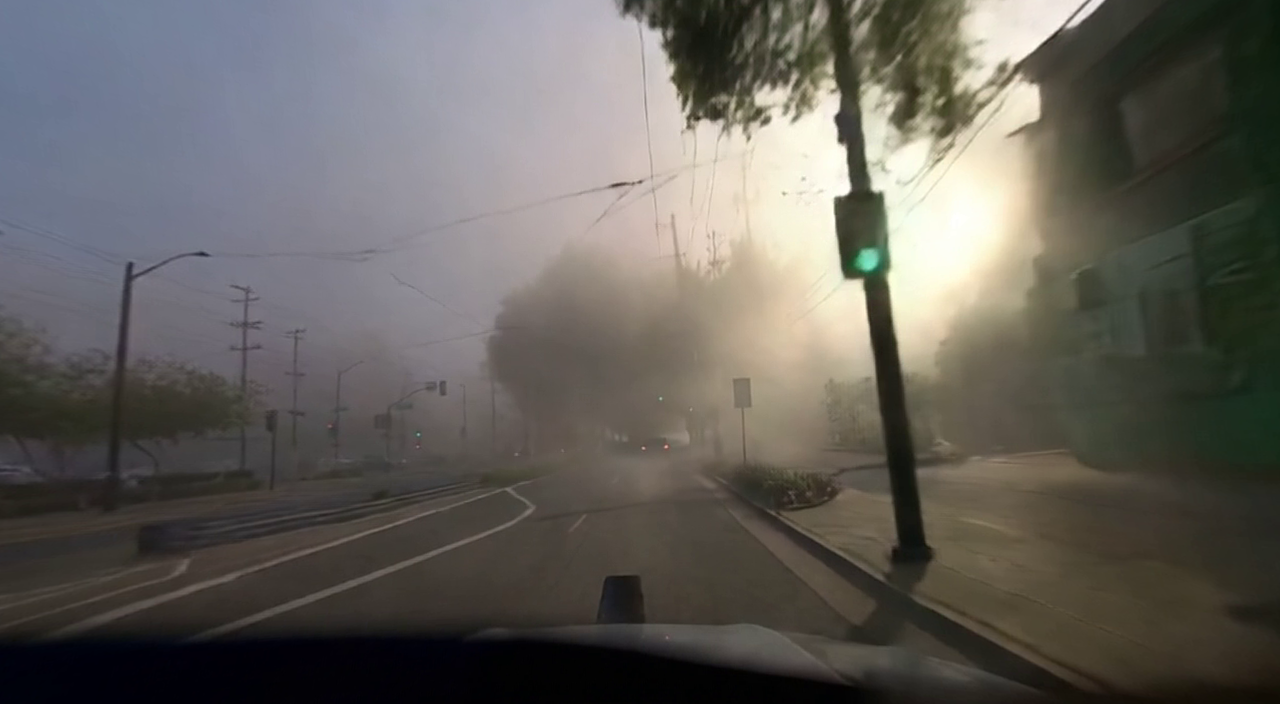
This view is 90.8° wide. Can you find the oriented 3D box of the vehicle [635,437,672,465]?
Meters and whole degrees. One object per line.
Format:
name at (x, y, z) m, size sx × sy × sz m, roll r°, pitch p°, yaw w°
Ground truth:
vehicle at (0.820, 6.025, 38.630) m, size 2.105 × 1.611 × 3.750 m, roll -1°, pitch -8°, yaw 1°
